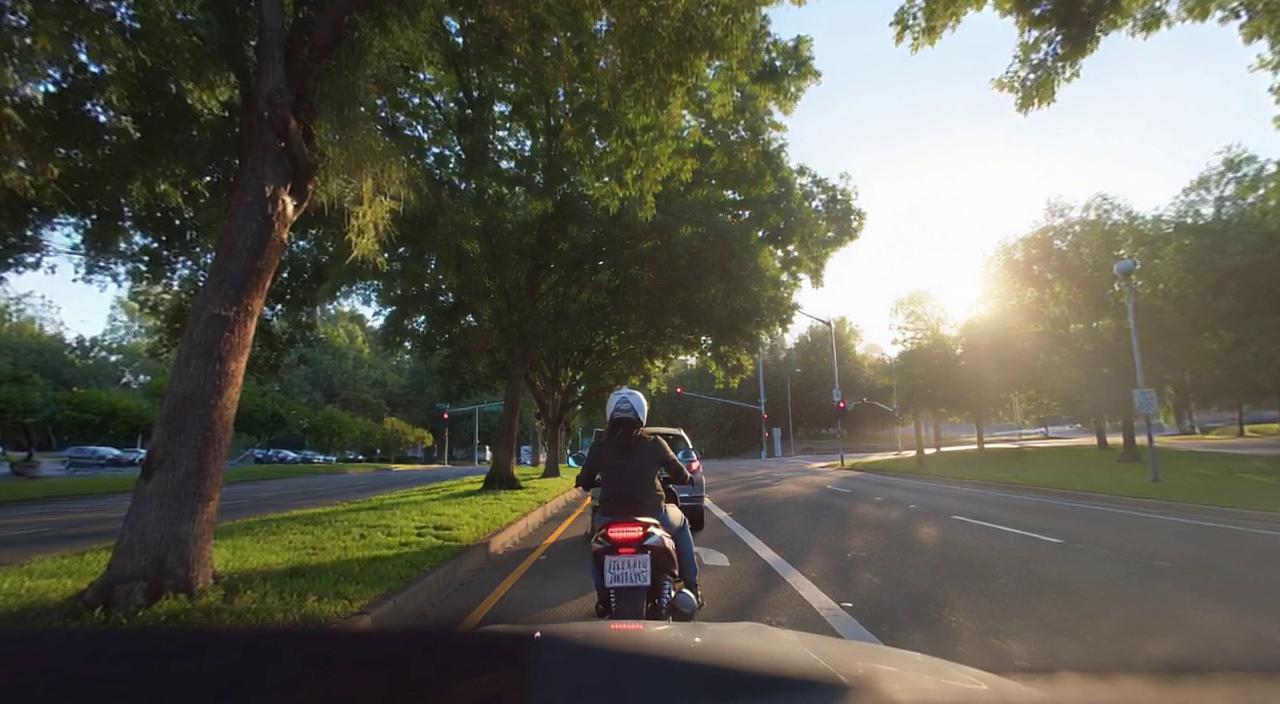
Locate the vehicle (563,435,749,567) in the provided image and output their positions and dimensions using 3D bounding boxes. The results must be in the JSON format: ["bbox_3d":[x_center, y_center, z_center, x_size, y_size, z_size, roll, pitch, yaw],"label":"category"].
[{"bbox_3d":[0.131,1.999,9.388,2.093,1.450,4.437,0,-8,-1],"label":"vehicle"}]
